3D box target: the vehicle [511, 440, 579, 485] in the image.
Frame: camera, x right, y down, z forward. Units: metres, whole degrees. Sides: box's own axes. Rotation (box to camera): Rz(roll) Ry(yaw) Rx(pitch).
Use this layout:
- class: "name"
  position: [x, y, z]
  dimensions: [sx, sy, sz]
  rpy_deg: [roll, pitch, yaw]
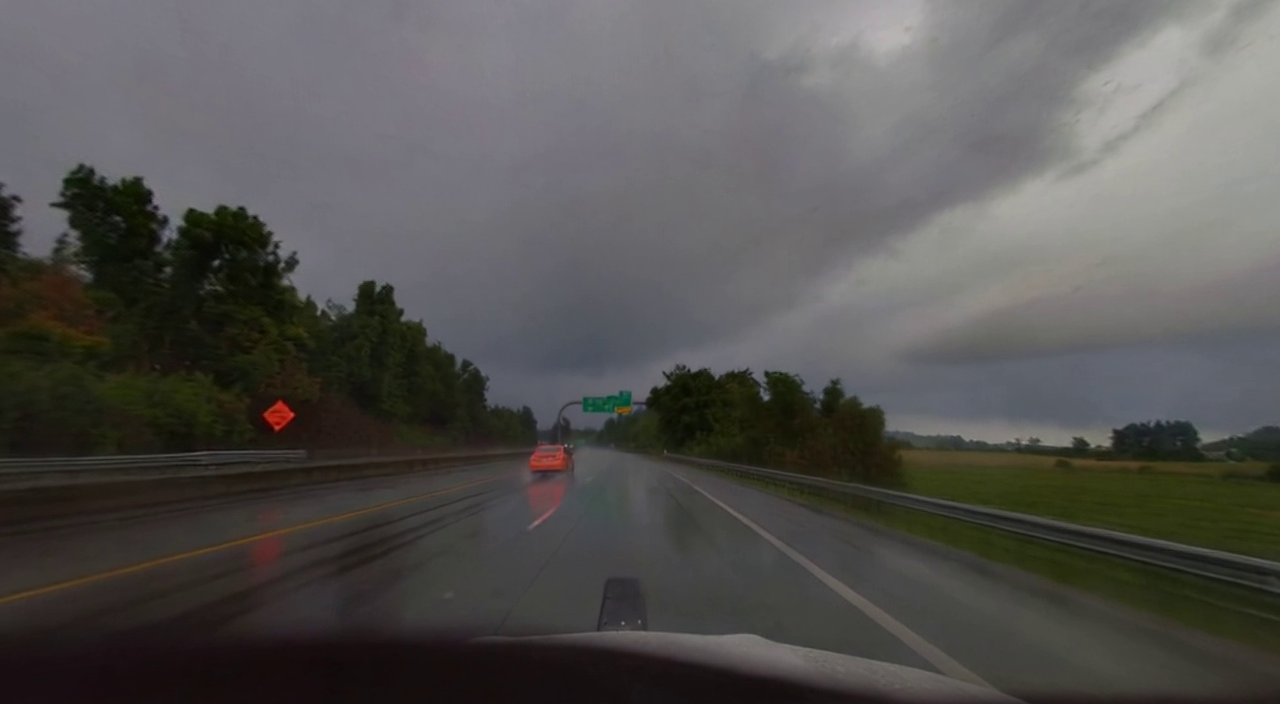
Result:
- class: "vehicle"
  position: [-3.469, 4.113, 23.760]
  dimensions: [1.990, 1.532, 3.911]
  rpy_deg: [0, -9, 0]
